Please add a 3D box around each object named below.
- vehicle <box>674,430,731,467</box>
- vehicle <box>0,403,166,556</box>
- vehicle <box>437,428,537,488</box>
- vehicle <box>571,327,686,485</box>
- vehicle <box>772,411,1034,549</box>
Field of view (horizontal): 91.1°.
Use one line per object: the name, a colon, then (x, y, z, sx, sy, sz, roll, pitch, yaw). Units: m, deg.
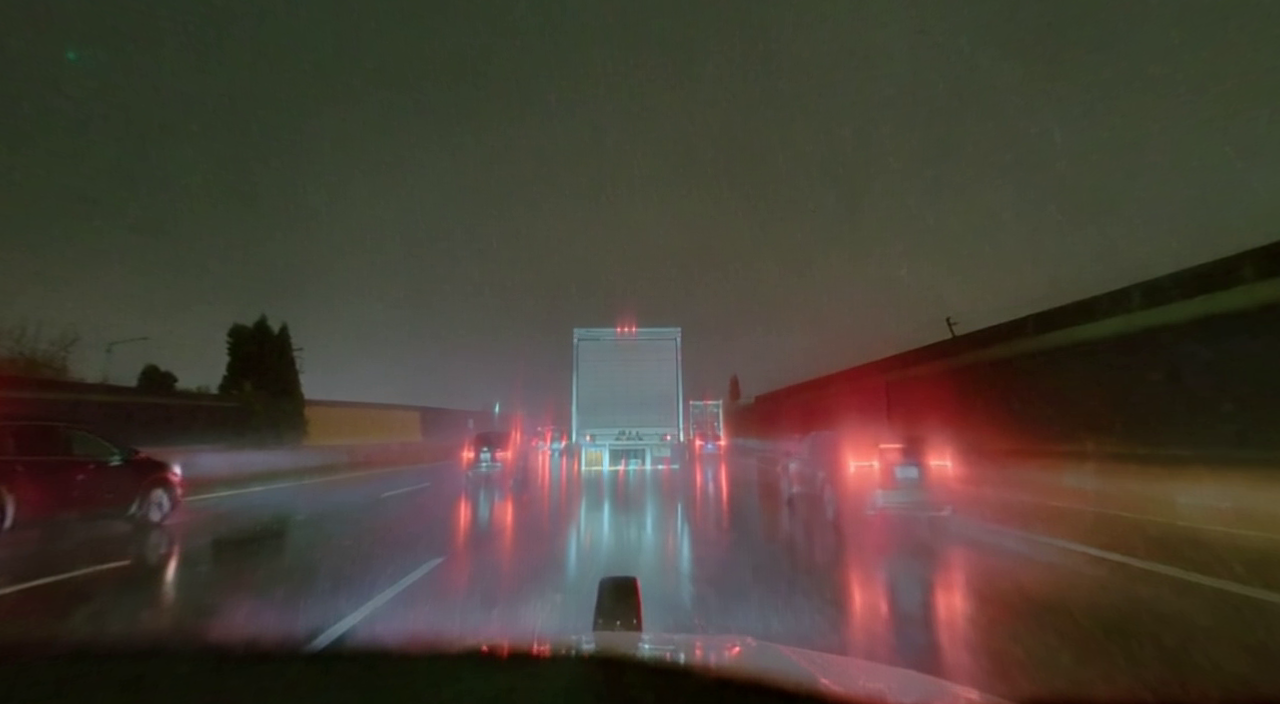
vehicle: (2.671, 4.260, 27.977, 1.976, 1.513, 4.065, 0, -8, -2)
vehicle: (-7.929, 1.429, 7.136, 1.944, 1.653, 4.097, 0, -8, -1)
vehicle: (-4.143, 2.910, 17.675, 1.882, 1.493, 3.828, 0, -8, -1)
vehicle: (-0.475, 2.023, 21.138, 2.938, 4.033, 9.980, 0, -8, -2)
vehicle: (3.419, 1.724, 9.222, 1.945, 1.529, 4.129, 0, -8, -2)
